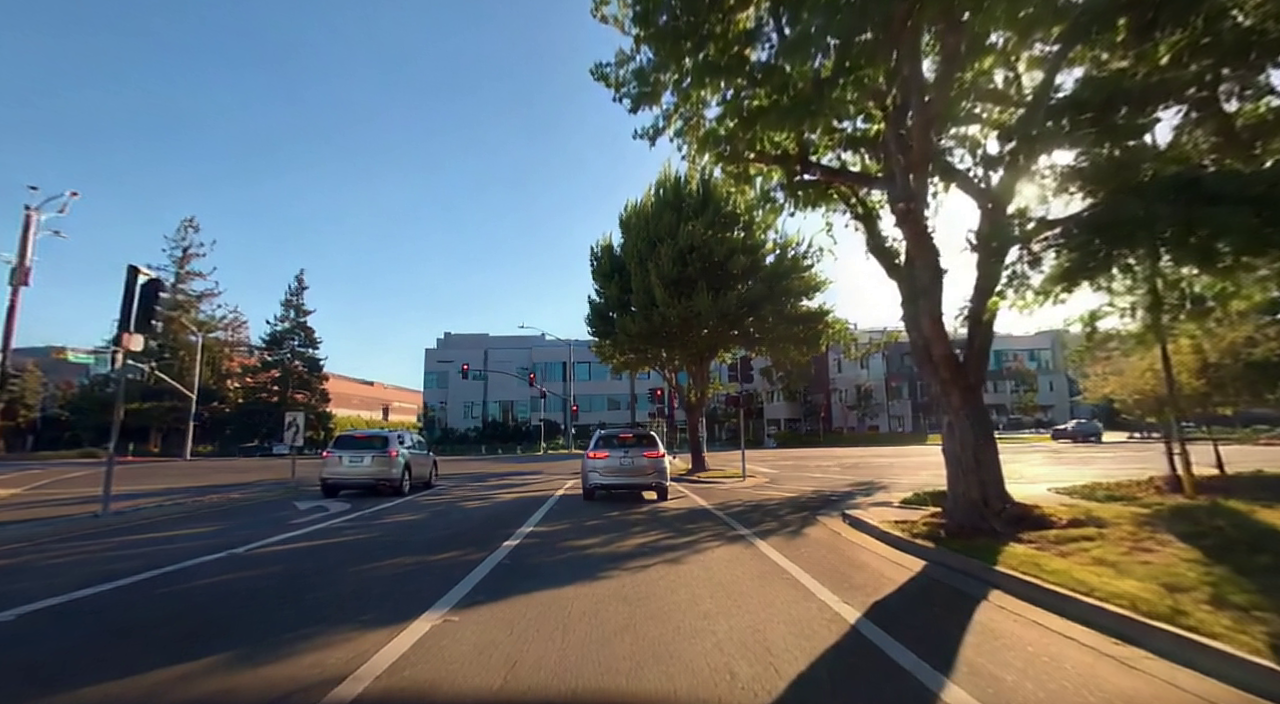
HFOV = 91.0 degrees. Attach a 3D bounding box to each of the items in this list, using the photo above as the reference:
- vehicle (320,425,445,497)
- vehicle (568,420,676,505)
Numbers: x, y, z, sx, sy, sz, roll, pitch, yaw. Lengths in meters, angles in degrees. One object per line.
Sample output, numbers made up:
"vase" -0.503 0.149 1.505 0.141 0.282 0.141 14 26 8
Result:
"vehicle" -6.811 2.916 17.179 2.020 1.695 4.187 1 -8 -6
"vehicle" -0.527 2.521 14.742 2.154 1.670 4.140 1 -8 -5
